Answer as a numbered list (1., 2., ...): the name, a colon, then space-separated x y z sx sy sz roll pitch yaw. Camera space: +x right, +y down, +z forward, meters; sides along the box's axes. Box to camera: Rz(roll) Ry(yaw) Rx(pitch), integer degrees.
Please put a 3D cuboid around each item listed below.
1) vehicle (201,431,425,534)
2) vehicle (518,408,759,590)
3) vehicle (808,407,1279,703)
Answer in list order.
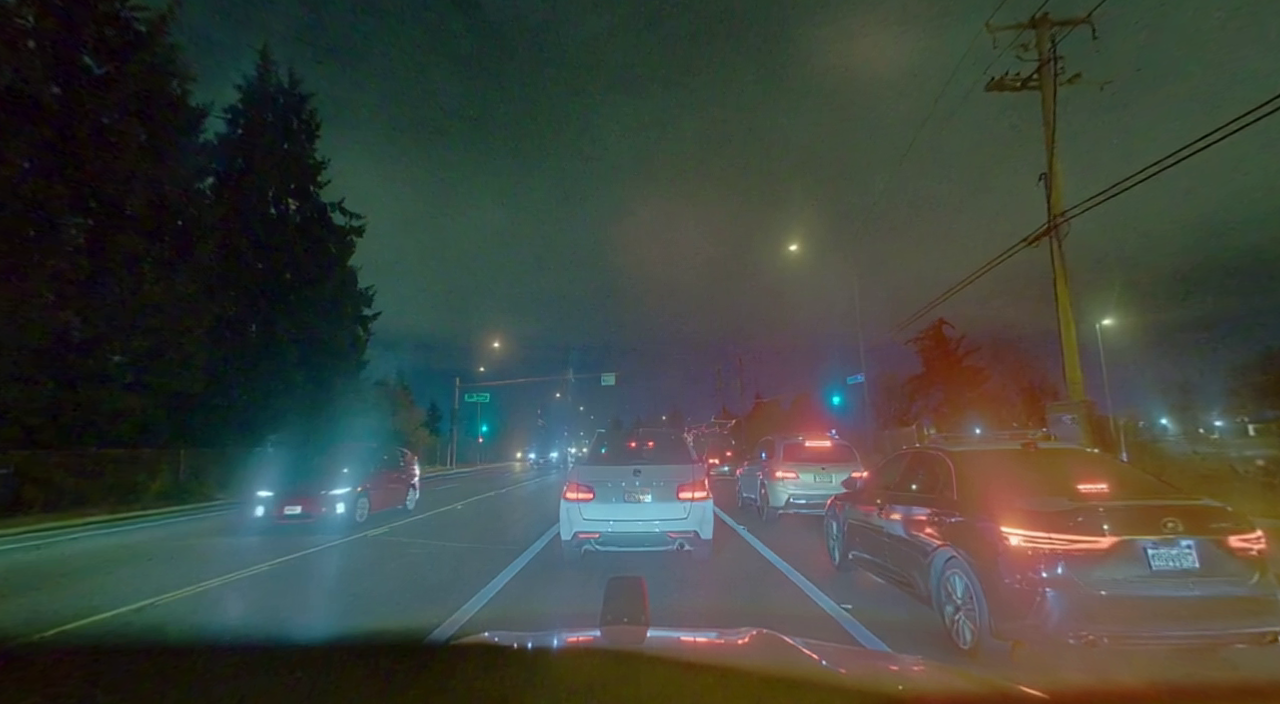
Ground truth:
1. vehicle: -6.363 2.563 13.064 2.225 1.713 4.514 0 -8 0
2. vehicle: 0.002 1.656 7.907 2.200 1.653 4.127 0 -8 1
3. vehicle: 2.899 1.313 4.991 1.950 1.487 4.275 0 -8 0
